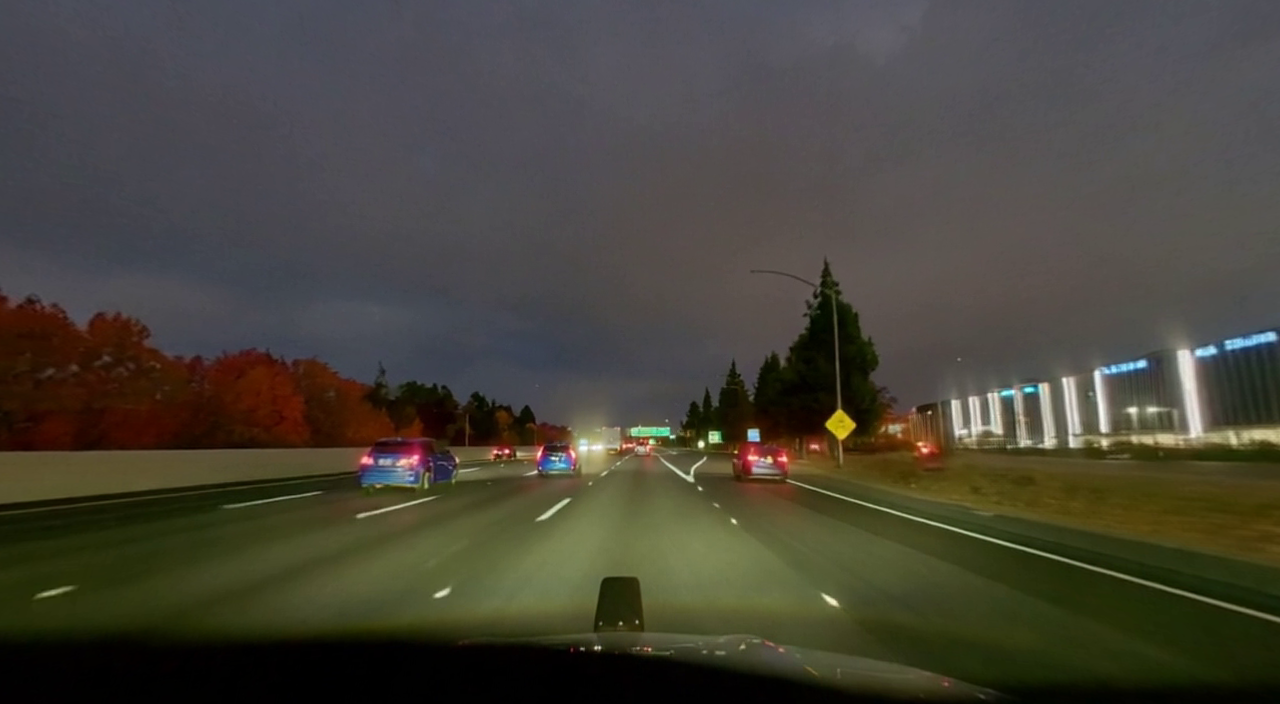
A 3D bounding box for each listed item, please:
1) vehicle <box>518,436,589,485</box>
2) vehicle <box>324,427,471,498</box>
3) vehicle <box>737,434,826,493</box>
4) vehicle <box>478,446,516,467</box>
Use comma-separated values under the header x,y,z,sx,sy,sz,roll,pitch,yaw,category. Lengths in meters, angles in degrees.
x,y,z,sx,sy,sz,roll,pitch,yaw,category
-3.317,4.250,25.004,2.111,1.742,4.315,0,-9,1,vehicle
-7.155,3.337,19.369,2.314,1.842,5.279,0,-9,1,vehicle
4.633,3.698,21.303,2.101,1.742,4.495,0,-9,2,vehicle
-10.994,8.016,48.636,1.919,1.509,4.265,0,-9,0,vehicle
